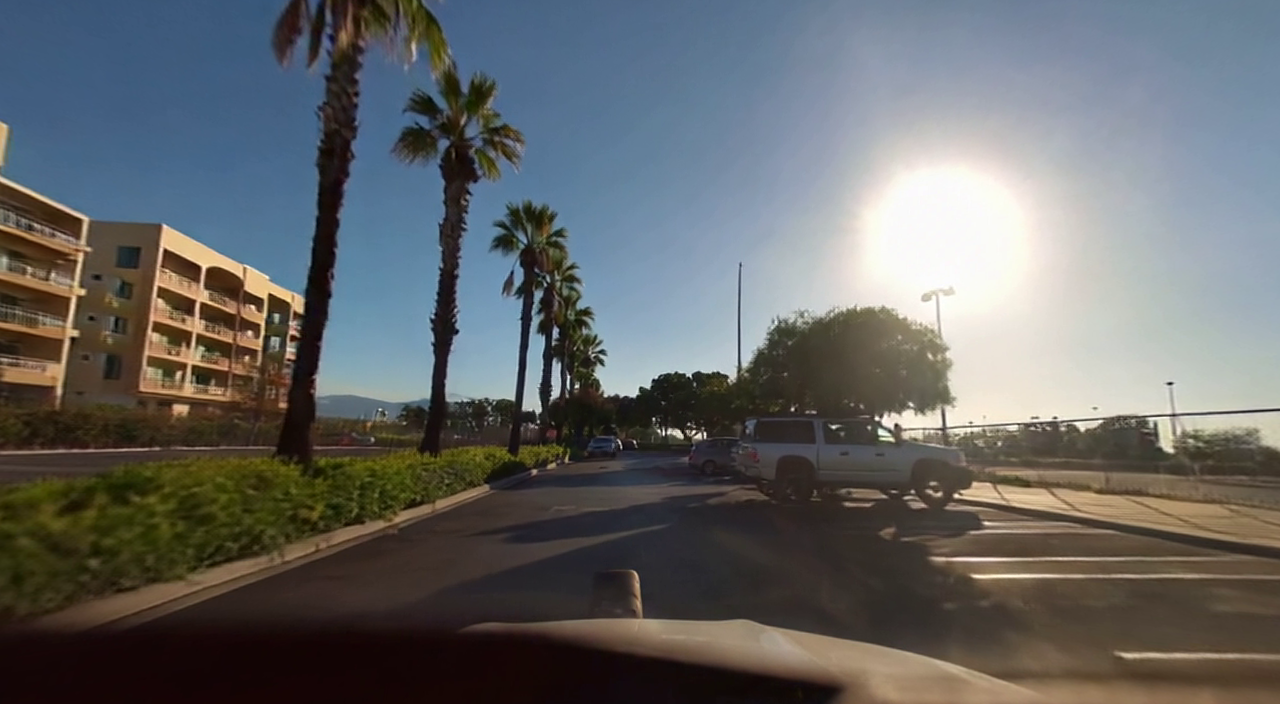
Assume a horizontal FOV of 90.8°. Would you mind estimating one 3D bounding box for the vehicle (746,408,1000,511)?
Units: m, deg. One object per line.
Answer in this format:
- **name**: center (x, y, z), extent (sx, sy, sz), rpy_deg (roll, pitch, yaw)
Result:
- **vehicle**: center (4.718, 2.235, 13.314), extent (4.609, 1.734, 1.909), rpy_deg (3, -8, 0)
